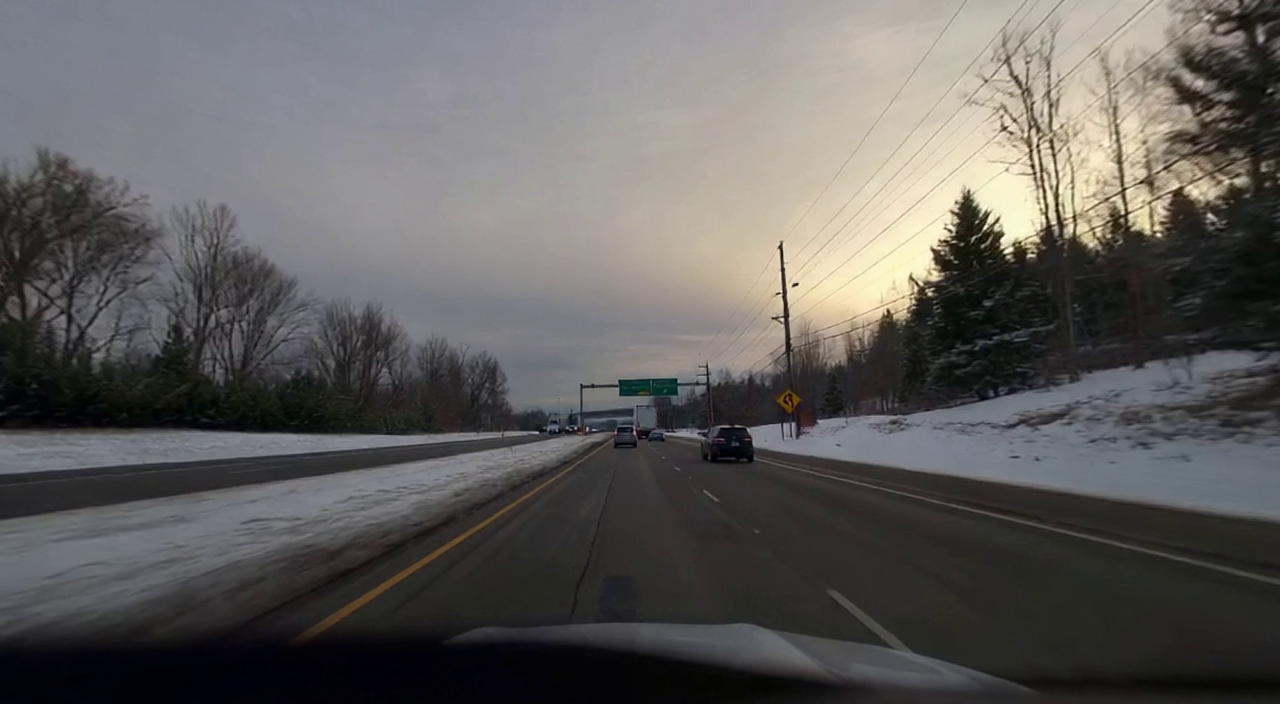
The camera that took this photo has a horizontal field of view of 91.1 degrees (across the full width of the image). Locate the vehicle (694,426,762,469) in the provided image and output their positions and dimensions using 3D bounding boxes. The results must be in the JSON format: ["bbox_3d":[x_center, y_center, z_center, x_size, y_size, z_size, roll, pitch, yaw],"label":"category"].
[{"bbox_3d":[3.414,3.773,25.107,2.062,1.581,3.914,0,-8,-1],"label":"vehicle"}]

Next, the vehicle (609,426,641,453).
[{"bbox_3d":[-0.985,5.768,41.518,2.019,1.642,3.790,0,-8,-1],"label":"vehicle"}]
